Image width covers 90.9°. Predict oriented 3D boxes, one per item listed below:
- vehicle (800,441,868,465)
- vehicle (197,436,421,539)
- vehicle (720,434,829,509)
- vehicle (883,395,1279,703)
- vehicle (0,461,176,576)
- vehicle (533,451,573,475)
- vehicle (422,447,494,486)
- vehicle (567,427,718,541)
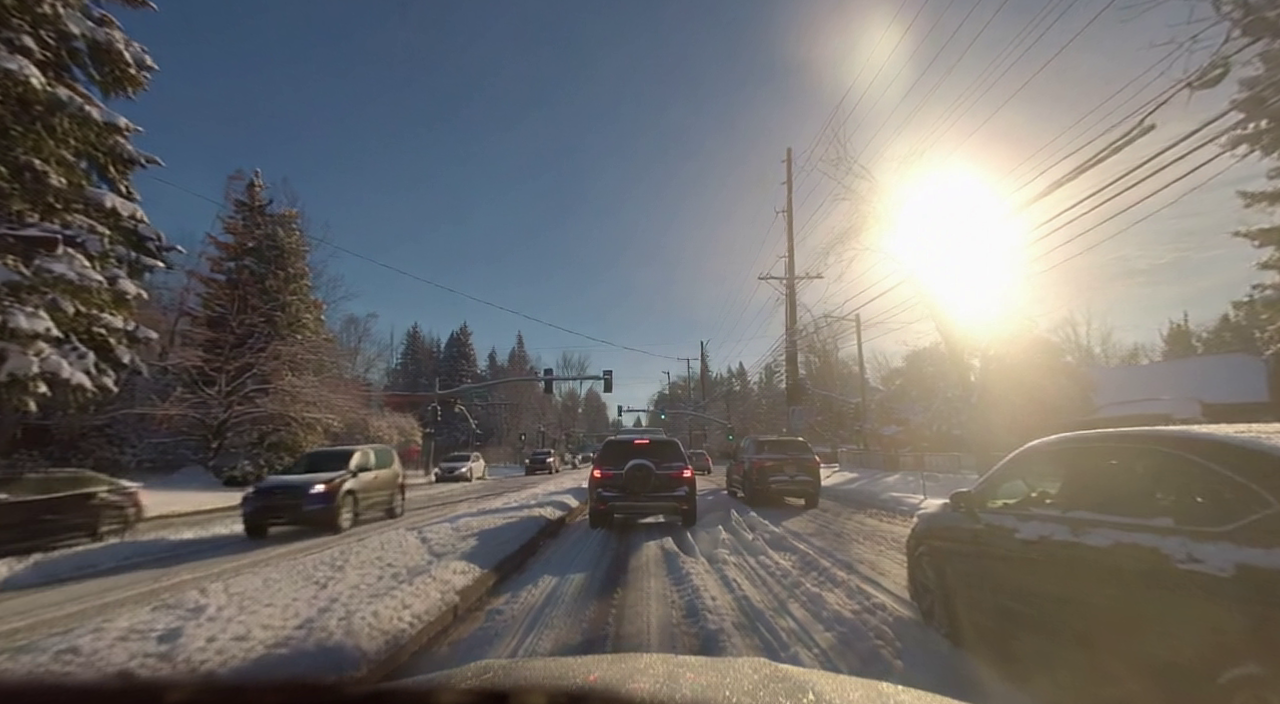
[{"bbox_3d":[14.304,7.449,46.587,4.406,1.668,2.041,3,-9,-20],"label":"vehicle"},{"bbox_3d":[-6.419,2.649,13.007,2.218,1.722,4.397,0,-8,0],"label":"vehicle"},{"bbox_3d":[3.319,3.023,16.411,1.914,1.698,4.049,0,-8,0],"label":"vehicle"},{"bbox_3d":[2.873,1.008,2.759,1.950,1.487,4.275,0,-8,1],"label":"vehicle"},{"bbox_3d":[-9.511,2.419,9.386,1.854,1.459,4.288,0,-8,1],"label":"vehicle"},{"bbox_3d":[-5.825,7.439,42.478,1.974,1.466,4.427,-1,-8,1],"label":"vehicle"},{"bbox_3d":[-9.393,5.938,33.129,2.086,1.850,5.349,-1,-8,1],"label":"vehicle"},{"bbox_3d":[0.052,2.247,11.390,2.200,1.653,4.127,0,-8,1],"label":"vehicle"}]
